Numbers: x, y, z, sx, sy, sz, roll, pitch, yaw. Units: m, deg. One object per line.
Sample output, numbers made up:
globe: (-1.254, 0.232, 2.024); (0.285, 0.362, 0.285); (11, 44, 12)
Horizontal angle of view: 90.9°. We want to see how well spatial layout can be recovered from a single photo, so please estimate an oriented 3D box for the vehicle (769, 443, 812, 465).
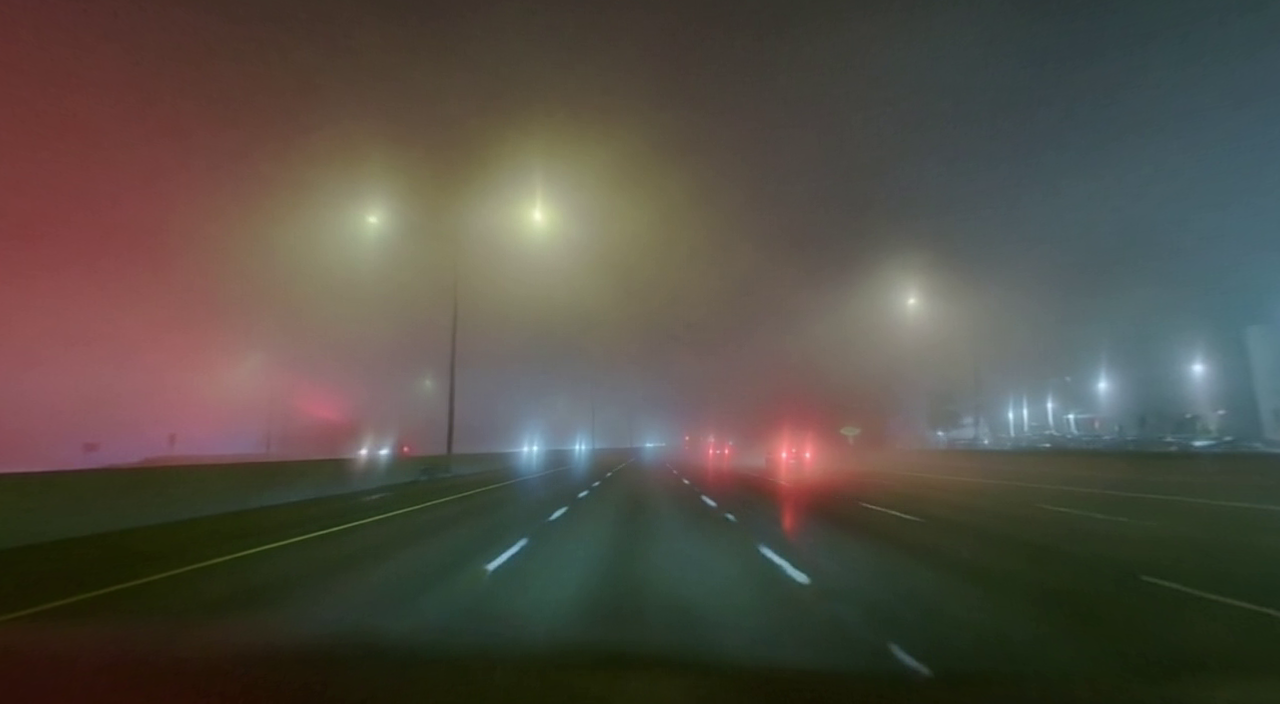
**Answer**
vehicle: (11.003, 7.521, 46.500); (2.000, 1.514, 4.585); (0, -9, 0)
